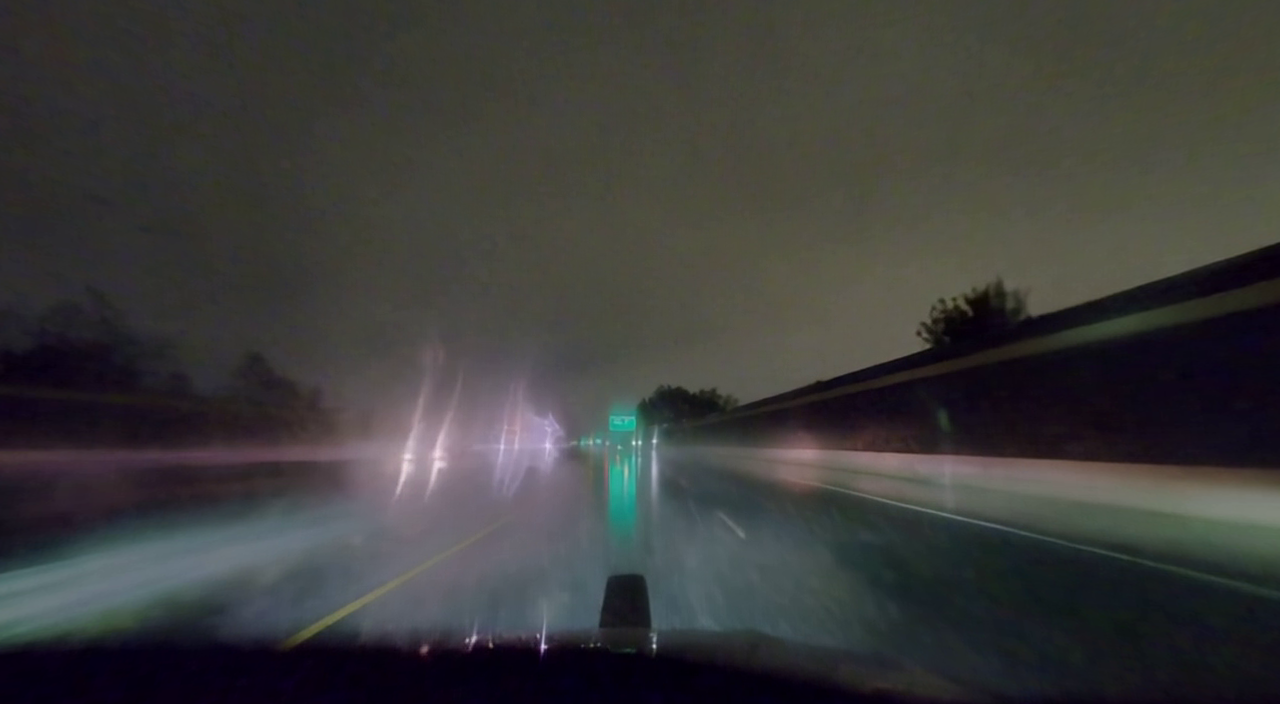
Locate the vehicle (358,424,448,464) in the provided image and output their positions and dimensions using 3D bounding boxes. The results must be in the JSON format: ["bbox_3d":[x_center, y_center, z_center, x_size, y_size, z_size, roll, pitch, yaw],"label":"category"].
[{"bbox_3d":[-10.375,4.096,27.919,2.054,1.626,4.802,0,-9,1],"label":"vehicle"}]
